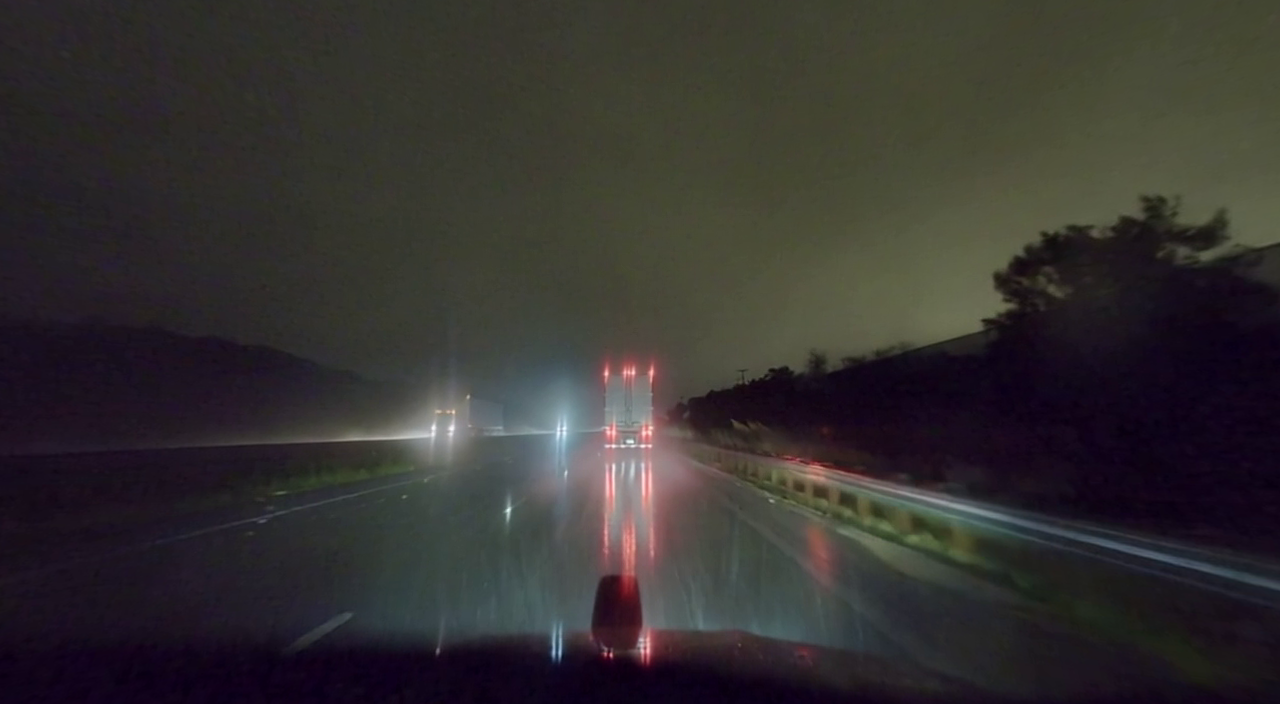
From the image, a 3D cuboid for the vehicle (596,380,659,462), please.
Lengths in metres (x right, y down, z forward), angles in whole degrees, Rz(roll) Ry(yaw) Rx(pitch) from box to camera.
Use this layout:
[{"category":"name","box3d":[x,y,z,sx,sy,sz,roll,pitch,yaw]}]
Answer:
[{"category":"vehicle","box3d":[-0.762,3.997,35.556,3.023,3.965,10.402,0,-8,-2]}]
